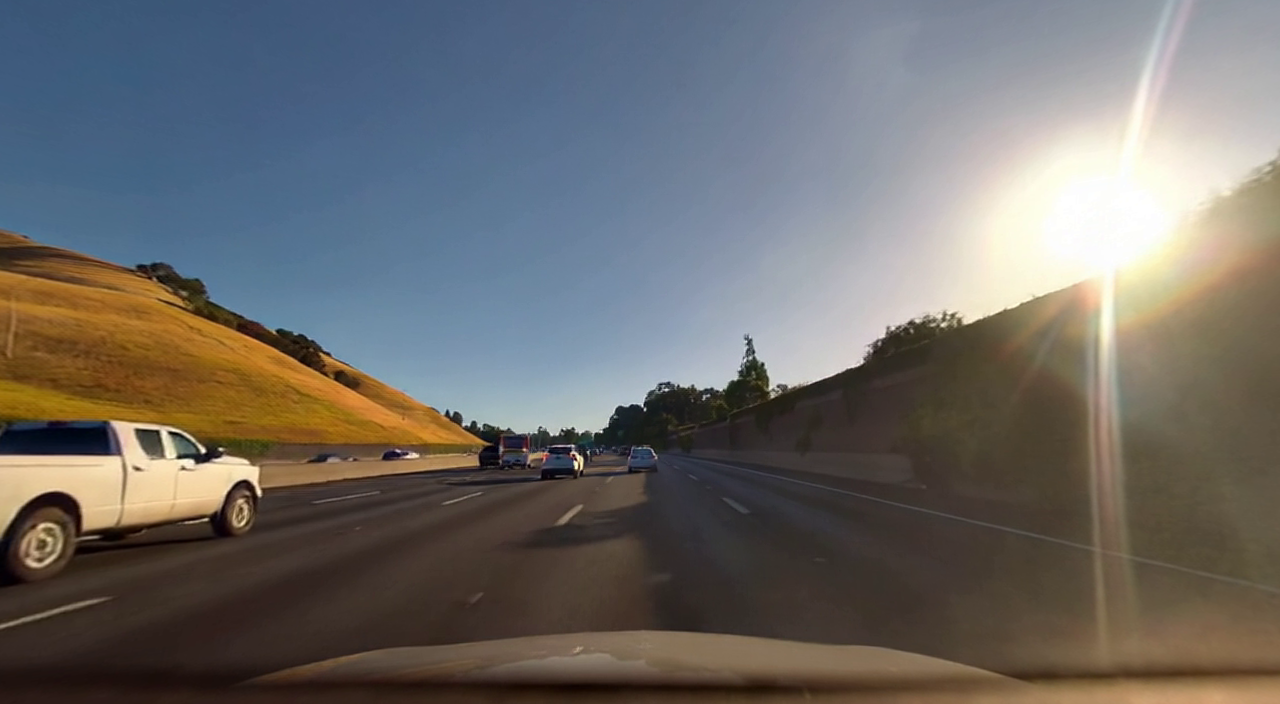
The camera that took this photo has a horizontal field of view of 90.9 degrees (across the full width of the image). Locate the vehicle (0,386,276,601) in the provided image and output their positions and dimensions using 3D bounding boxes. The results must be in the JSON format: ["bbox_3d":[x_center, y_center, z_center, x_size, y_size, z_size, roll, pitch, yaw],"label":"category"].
[{"bbox_3d":[-6.635,1.447,6.877,2.108,1.856,5.214,0,-9,1],"label":"vehicle"}]

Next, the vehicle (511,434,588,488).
[{"bbox_3d":[-3.236,4.021,23.545,2.093,1.820,4.506,0,-9,1],"label":"vehicle"}]

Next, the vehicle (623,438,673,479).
[{"bbox_3d":[0.362,5.075,30.232,2.233,1.804,4.273,0,-9,0],"label":"vehicle"}]
